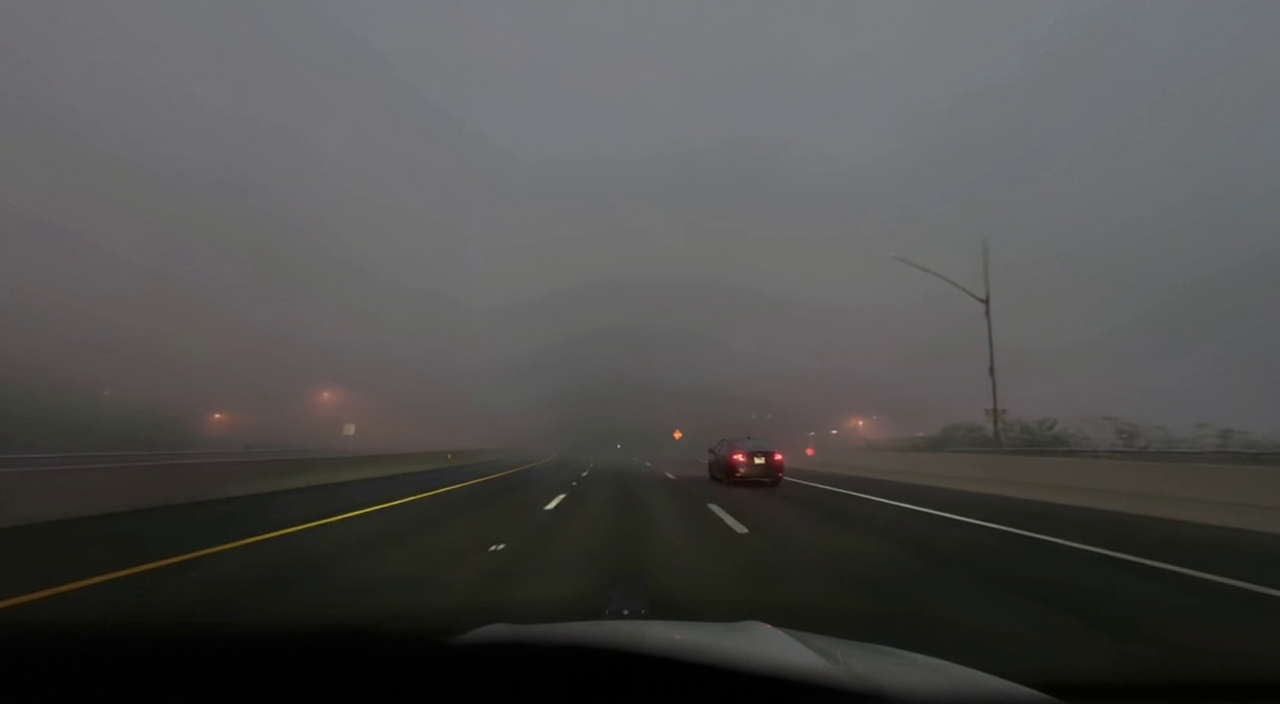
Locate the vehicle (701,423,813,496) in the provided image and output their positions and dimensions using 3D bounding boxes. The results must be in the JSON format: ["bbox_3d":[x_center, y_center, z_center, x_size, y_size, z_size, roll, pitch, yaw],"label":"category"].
[{"bbox_3d":[2.962,2.844,17.002,2.059,1.715,4.192,0,-8,-2],"label":"vehicle"}]
